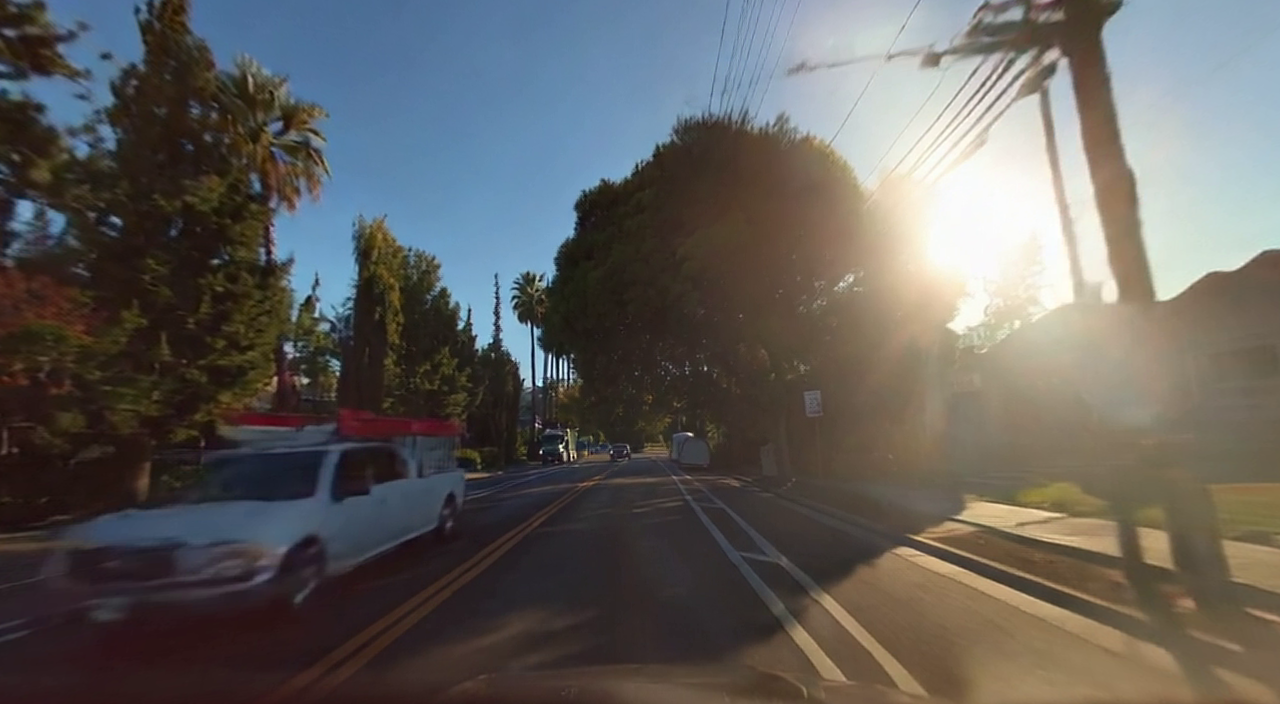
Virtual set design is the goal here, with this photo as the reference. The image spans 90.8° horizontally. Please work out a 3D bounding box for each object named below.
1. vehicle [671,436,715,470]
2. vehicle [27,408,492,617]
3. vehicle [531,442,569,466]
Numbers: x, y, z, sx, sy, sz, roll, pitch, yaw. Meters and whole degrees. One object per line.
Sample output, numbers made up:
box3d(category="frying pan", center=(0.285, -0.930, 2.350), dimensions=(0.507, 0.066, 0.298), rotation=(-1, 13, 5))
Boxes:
box3d(category="vehicle", center=(3.056, 5.942, 37.451), dimensions=(2.168, 1.851, 4.861), rotation=(0, -8, -1))
box3d(category="vehicle", center=(-3.737, 1.707, 7.955), dimensions=(2.336, 1.669, 5.581), rotation=(0, -8, 1))
box3d(category="vehicle", center=(-6.494, 7.420, 46.022), dimensions=(1.935, 1.655, 4.409), rotation=(0, -9, 2))
